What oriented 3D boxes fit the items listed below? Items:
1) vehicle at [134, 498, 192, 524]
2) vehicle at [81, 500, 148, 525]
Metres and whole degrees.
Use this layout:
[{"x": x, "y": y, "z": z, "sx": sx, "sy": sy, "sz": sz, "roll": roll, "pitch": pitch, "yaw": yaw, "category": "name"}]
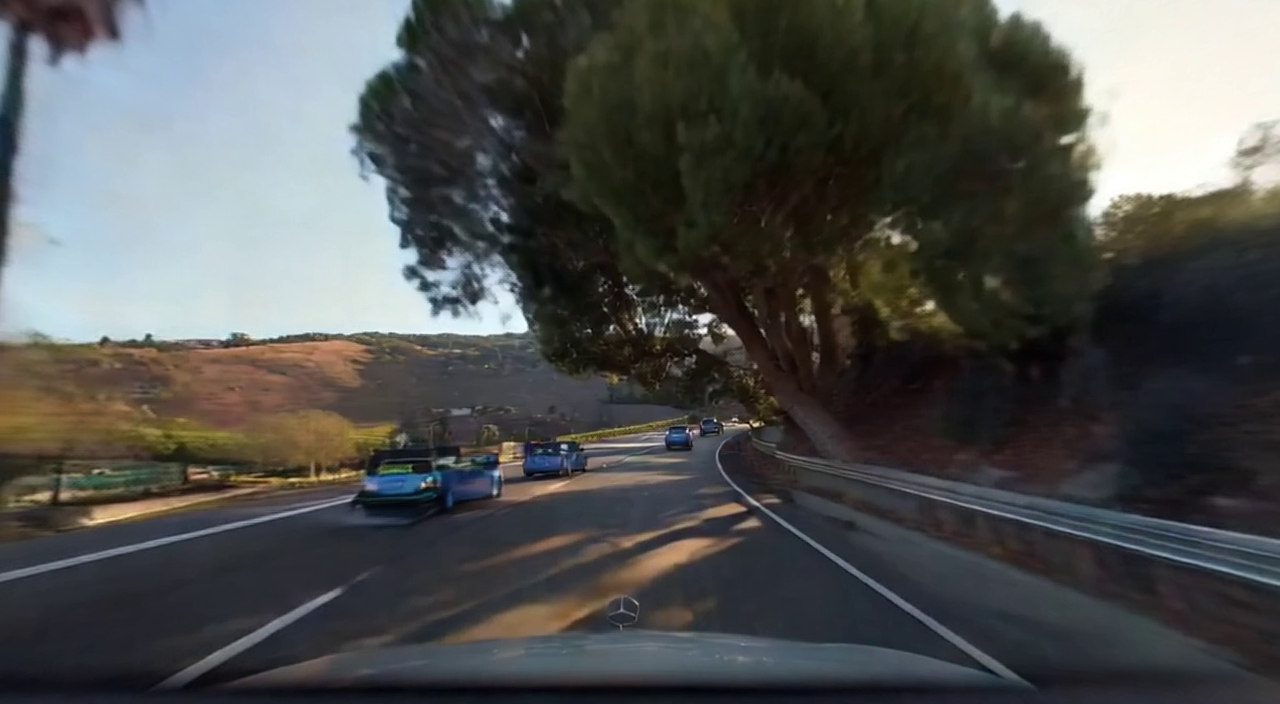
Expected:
[{"x": -37.136, "y": 12.390, "z": 49.303, "sx": 1.762, "sy": 1.478, "sz": 3.670, "roll": 5, "pitch": -9, "yaw": -5, "category": "vehicle"}, {"x": -41.140, "y": 12.544, "z": 49.529, "sx": 1.772, "sy": 1.502, "sz": 4.002, "roll": -1, "pitch": -8, "yaw": 0, "category": "vehicle"}]
